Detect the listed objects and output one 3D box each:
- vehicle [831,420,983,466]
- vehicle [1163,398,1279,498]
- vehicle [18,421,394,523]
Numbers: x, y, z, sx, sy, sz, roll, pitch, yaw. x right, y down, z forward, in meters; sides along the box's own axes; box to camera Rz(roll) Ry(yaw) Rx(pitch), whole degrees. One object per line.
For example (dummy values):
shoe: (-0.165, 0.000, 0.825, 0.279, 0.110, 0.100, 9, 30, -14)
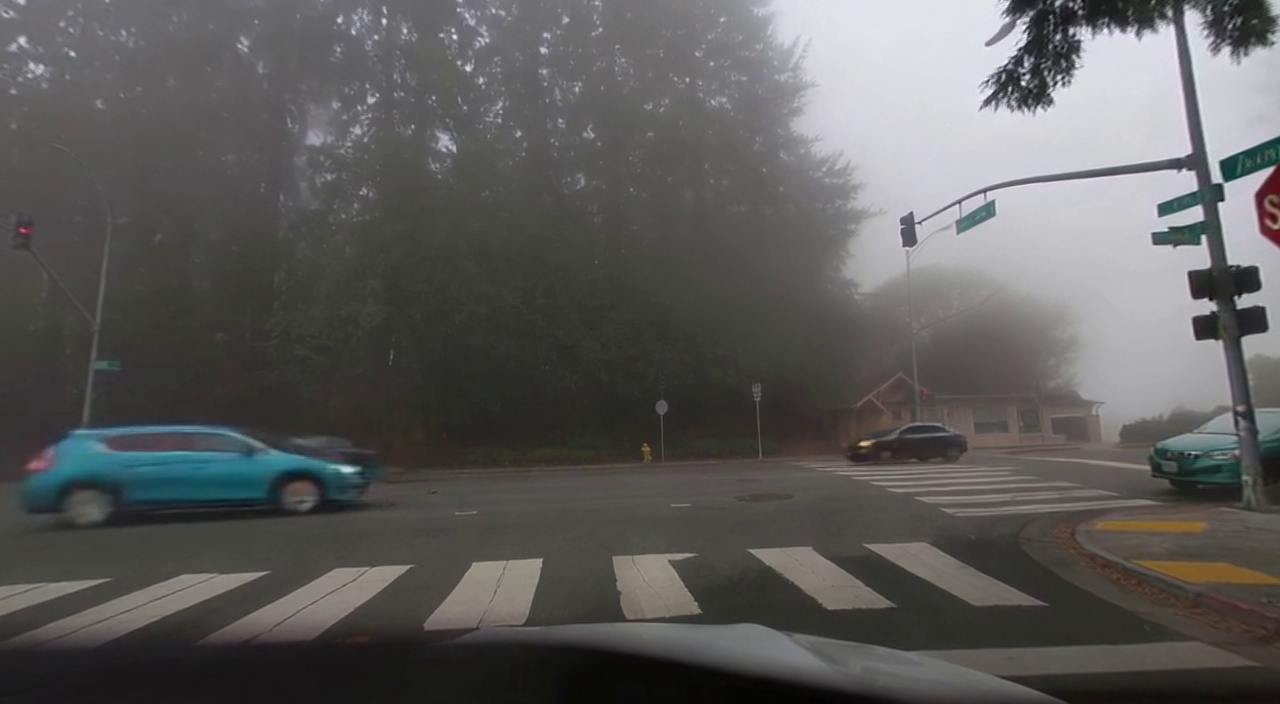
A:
vehicle: (9.172, 3.145, 21.850, 4.548, 1.469, 1.864, 2, -9, -13)
vehicle: (12.805, 1.803, 11.965, 4.208, 1.685, 2.014, 1, -8, -8)
vehicle: (-7.048, 2.005, 11.031, 4.990, 1.454, 1.875, 3, -9, -23)
